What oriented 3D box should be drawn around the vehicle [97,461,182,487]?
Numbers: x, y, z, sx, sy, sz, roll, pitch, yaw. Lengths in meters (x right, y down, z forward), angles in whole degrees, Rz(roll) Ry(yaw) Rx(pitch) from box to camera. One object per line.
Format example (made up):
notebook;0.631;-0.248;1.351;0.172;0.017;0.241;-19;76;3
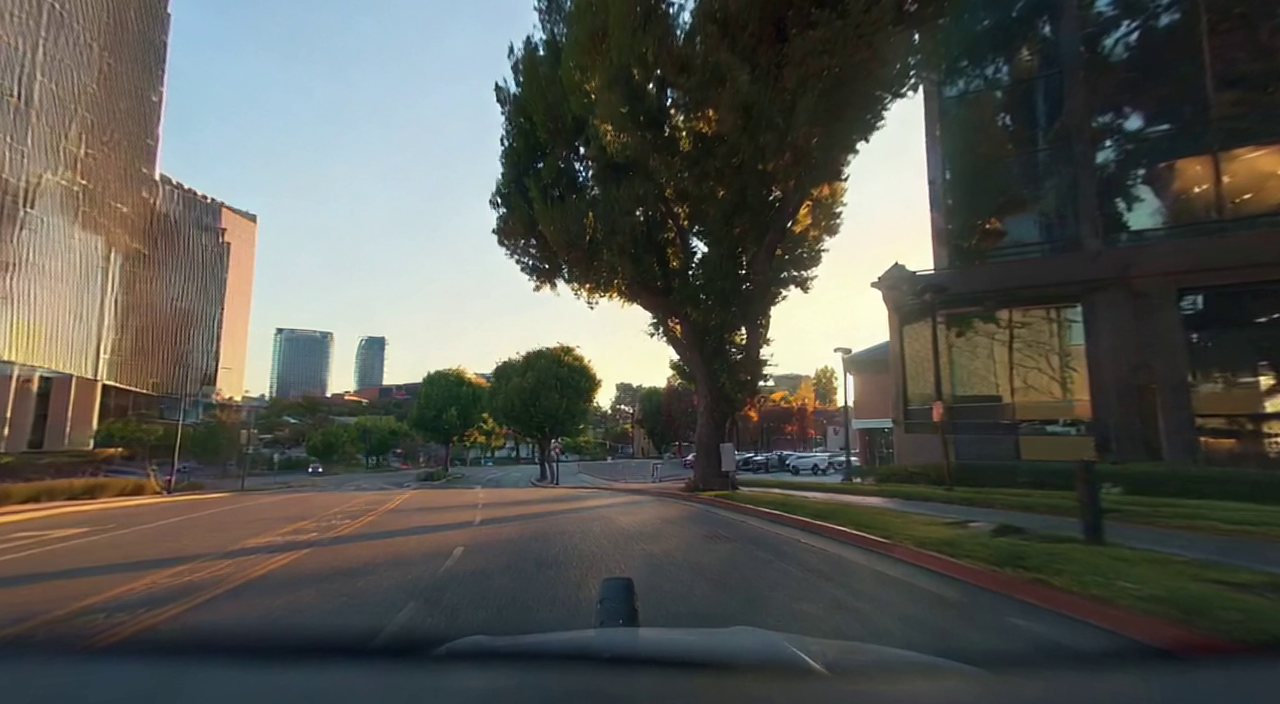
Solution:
vehicle;-36.442;8.901;46.094;4.473;1.778;2.125;-1;-8;4
